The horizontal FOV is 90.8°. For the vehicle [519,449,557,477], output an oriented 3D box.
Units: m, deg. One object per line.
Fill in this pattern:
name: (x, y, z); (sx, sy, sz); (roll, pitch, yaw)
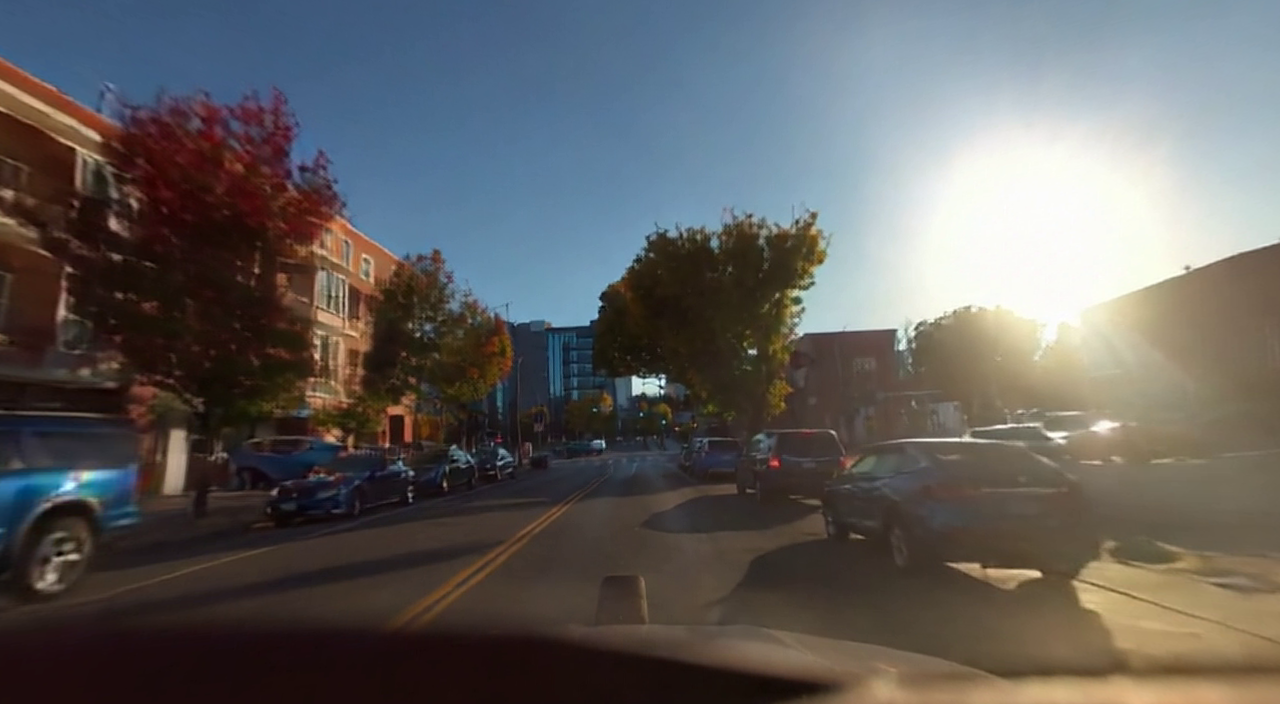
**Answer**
vehicle: (-6.912, 7.511, 43.120); (1.893, 1.758, 4.019); (0, -8, 0)

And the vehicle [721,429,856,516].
vehicle: (3.327, 2.800, 15.360); (1.886, 1.740, 5.167); (0, -8, -2)

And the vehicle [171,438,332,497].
vehicle: (-13.629, 4.036, 22.378); (4.520, 1.675, 1.843); (-4, -7, -2)

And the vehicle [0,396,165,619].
vehicle: (-6.681, 1.319, 5.149); (2.008, 1.969, 4.740); (0, -8, -2)

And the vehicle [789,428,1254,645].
vehicle: (3.202, 1.612, 6.825); (1.908, 1.461, 4.873); (0, -8, -1)

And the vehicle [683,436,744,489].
vehicle: (2.762, 4.257, 24.734); (1.954, 1.845, 4.682); (0, -8, 1)

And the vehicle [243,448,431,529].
vehicle: (-6.592, 2.970, 14.493); (1.913, 1.479, 4.714); (0, -8, 1)

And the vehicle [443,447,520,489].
vehicle: (-6.569, 4.954, 26.767); (2.033, 1.523, 4.867); (-3, -12, 0)
